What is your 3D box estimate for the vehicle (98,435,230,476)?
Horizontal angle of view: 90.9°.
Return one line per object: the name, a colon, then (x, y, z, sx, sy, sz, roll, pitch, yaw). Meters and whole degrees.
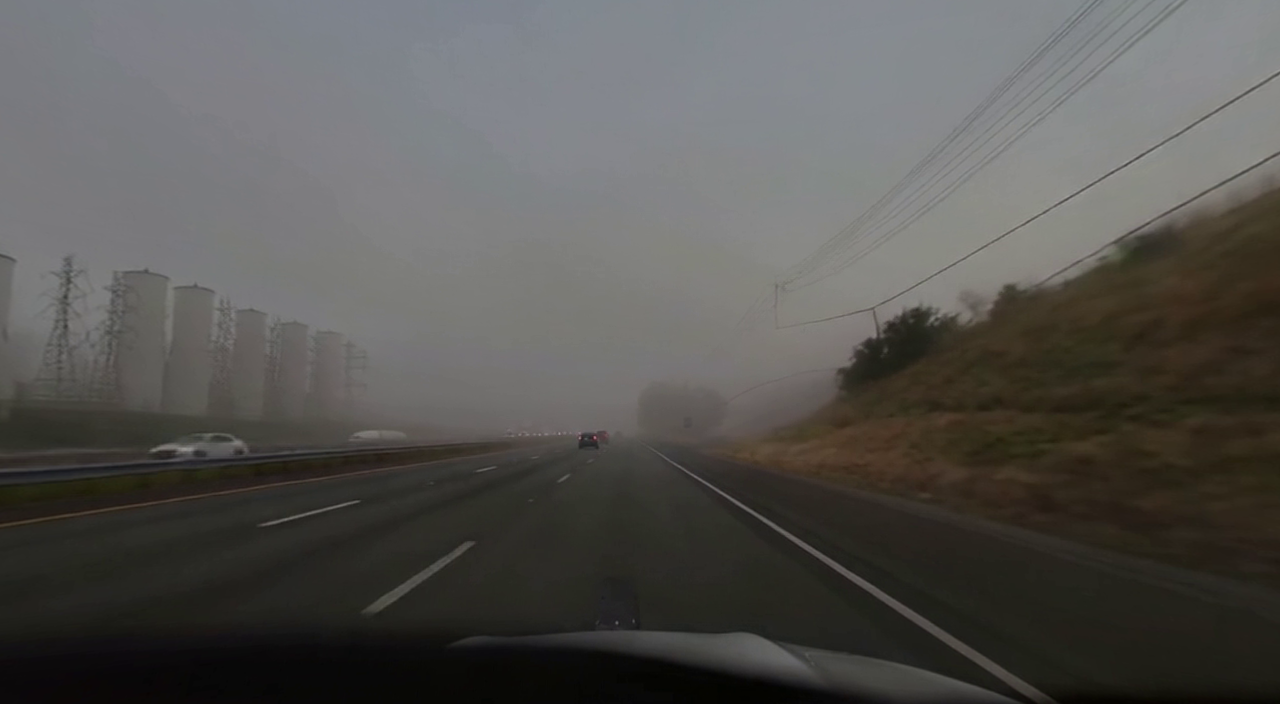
vehicle: (-19.053, 4.125, 25.550, 1.851, 1.473, 4.523, 0, -8, 0)
